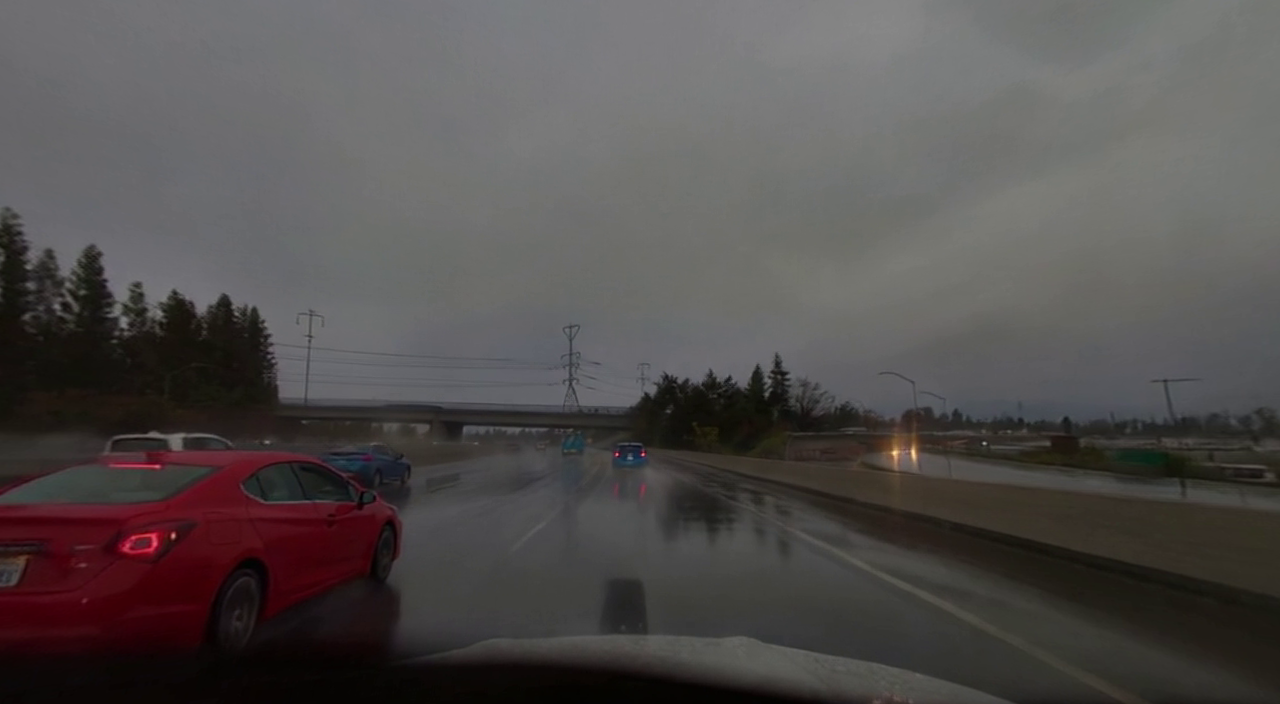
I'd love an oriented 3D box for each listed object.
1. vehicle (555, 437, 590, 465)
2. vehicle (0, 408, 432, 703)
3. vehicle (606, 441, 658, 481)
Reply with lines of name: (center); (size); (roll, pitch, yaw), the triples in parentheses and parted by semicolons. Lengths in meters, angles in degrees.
vehicle: (-4.676, 6.898, 43.862); (2.174, 1.806, 3.932); (0, -9, -3)
vehicle: (-3.572, 1.367, 5.311); (2.035, 1.514, 4.600); (0, -8, 0)
vehicle: (-0.384, 4.373, 25.503); (1.954, 1.460, 3.983); (0, -8, -2)
